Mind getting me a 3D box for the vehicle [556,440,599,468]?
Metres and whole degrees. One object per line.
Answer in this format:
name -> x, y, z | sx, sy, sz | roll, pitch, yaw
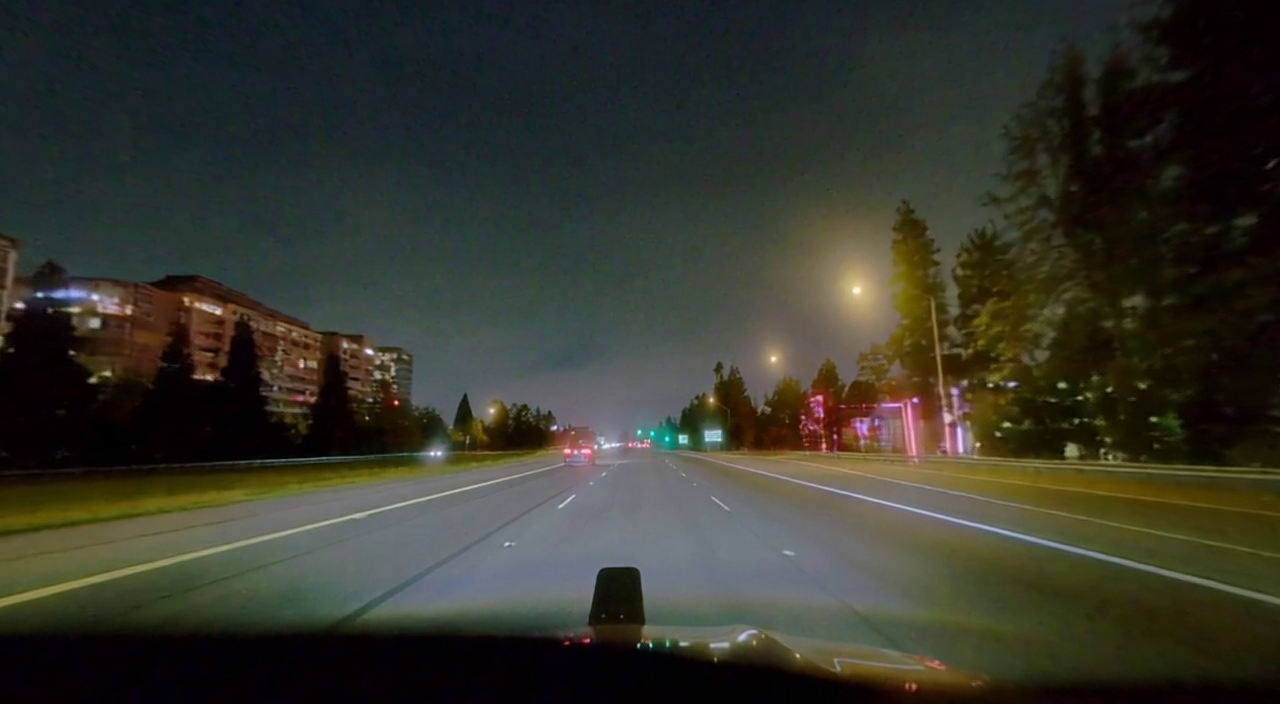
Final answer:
vehicle -> -3.607, 5.995, 37.060 | 2.015, 1.557, 4.229 | 0, -9, 1
